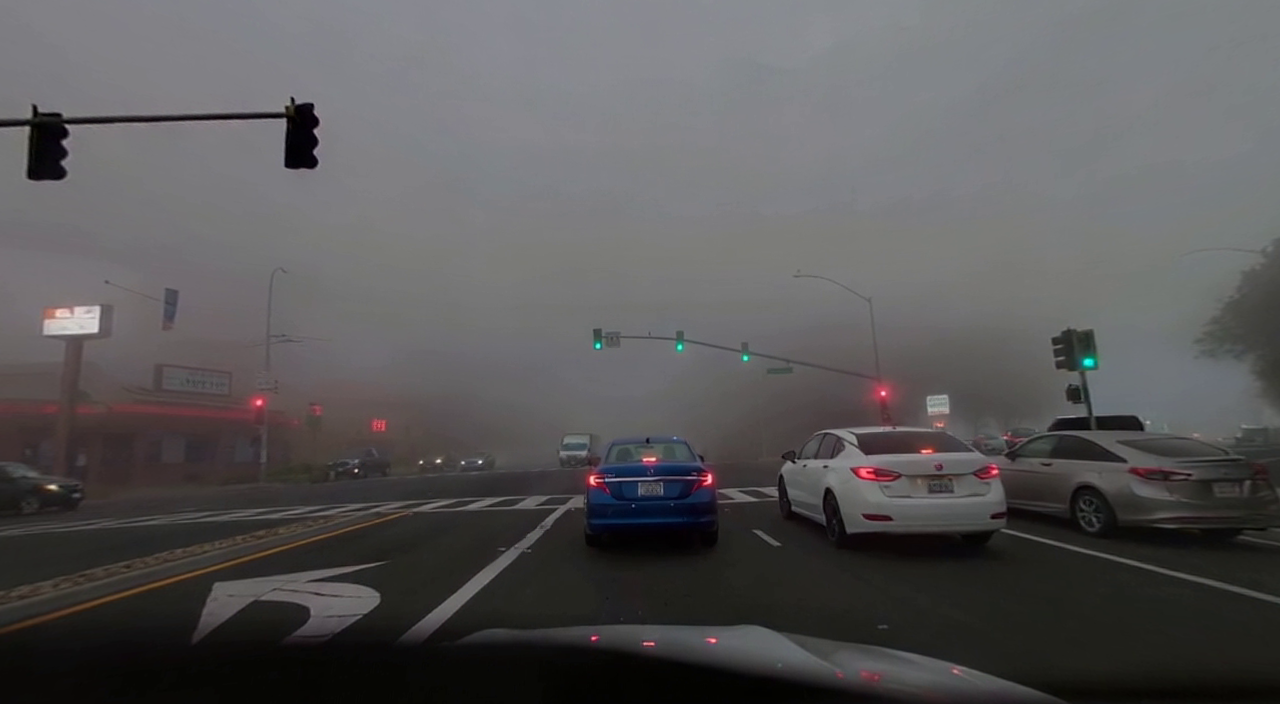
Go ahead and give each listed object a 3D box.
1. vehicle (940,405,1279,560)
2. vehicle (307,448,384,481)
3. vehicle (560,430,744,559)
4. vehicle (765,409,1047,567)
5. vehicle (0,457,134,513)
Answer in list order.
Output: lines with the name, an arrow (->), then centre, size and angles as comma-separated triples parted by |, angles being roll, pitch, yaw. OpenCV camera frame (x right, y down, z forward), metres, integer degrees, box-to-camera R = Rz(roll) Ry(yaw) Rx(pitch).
vehicle -> 6.461, 1.759, 9.178 | 2.009, 1.700, 4.275 | 0, -9, -1
vehicle -> -18.575, 7.079, 40.231 | 2.324, 1.911, 5.610 | 0, -9, -2
vehicle -> 0.105, 1.965, 9.440 | 2.135, 1.468, 4.076 | 0, -9, -1
vehicle -> 3.269, 1.780, 9.046 | 1.973, 1.633, 4.717 | 0, -9, 0
vehicle -> -20.318, 4.383, 21.034 | 4.780, 1.669, 2.232 | 1, -9, -11
